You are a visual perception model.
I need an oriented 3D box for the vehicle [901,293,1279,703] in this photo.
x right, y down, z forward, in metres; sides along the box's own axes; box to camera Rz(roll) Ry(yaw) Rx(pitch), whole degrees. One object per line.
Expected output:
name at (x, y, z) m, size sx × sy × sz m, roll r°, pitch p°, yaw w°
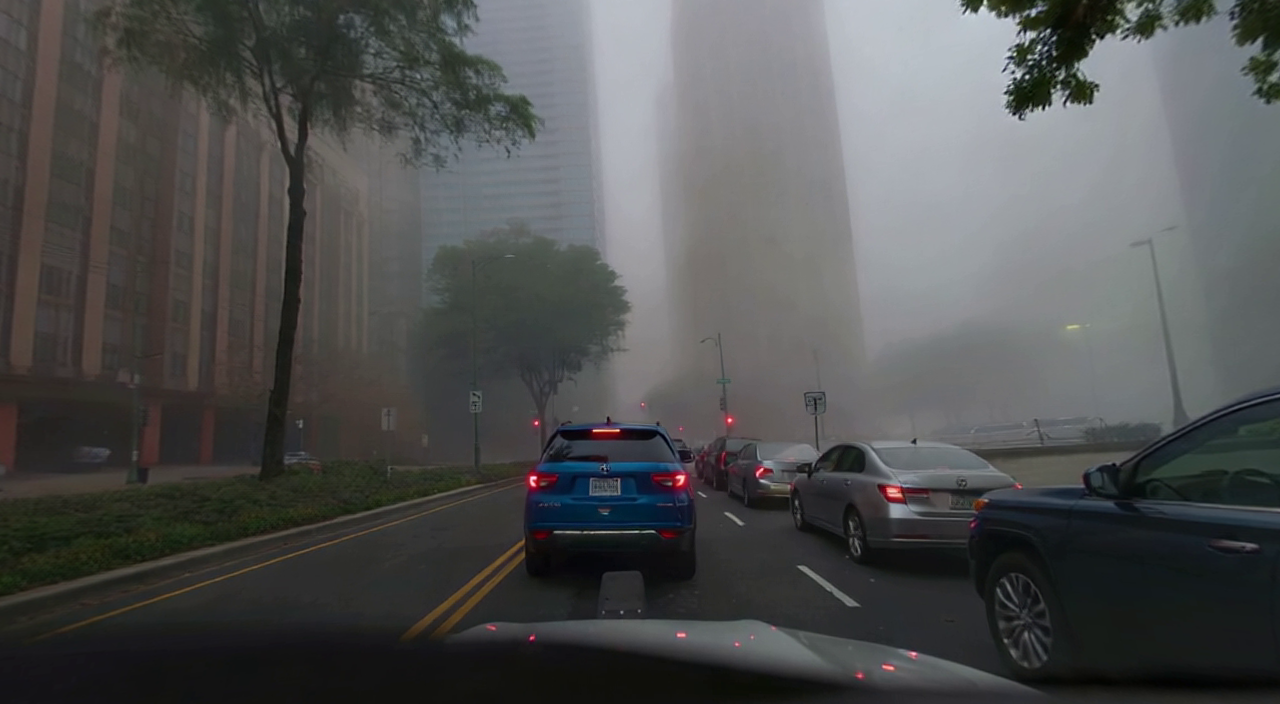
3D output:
vehicle at (3.001, 0.748, 2.240) m, size 2.063 × 1.760 × 4.664 m, roll 0°, pitch -9°, yaw -1°

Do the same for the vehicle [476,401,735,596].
vehicle at (-0.344, 1.584, 7.639) m, size 2.249 × 1.684 × 4.084 m, roll 0°, pitch -9°, yaw -1°

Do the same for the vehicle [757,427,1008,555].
vehicle at (3.288, 1.984, 9.797) m, size 1.941 × 1.482 × 4.632 m, roll 0°, pitch -9°, yaw -2°
